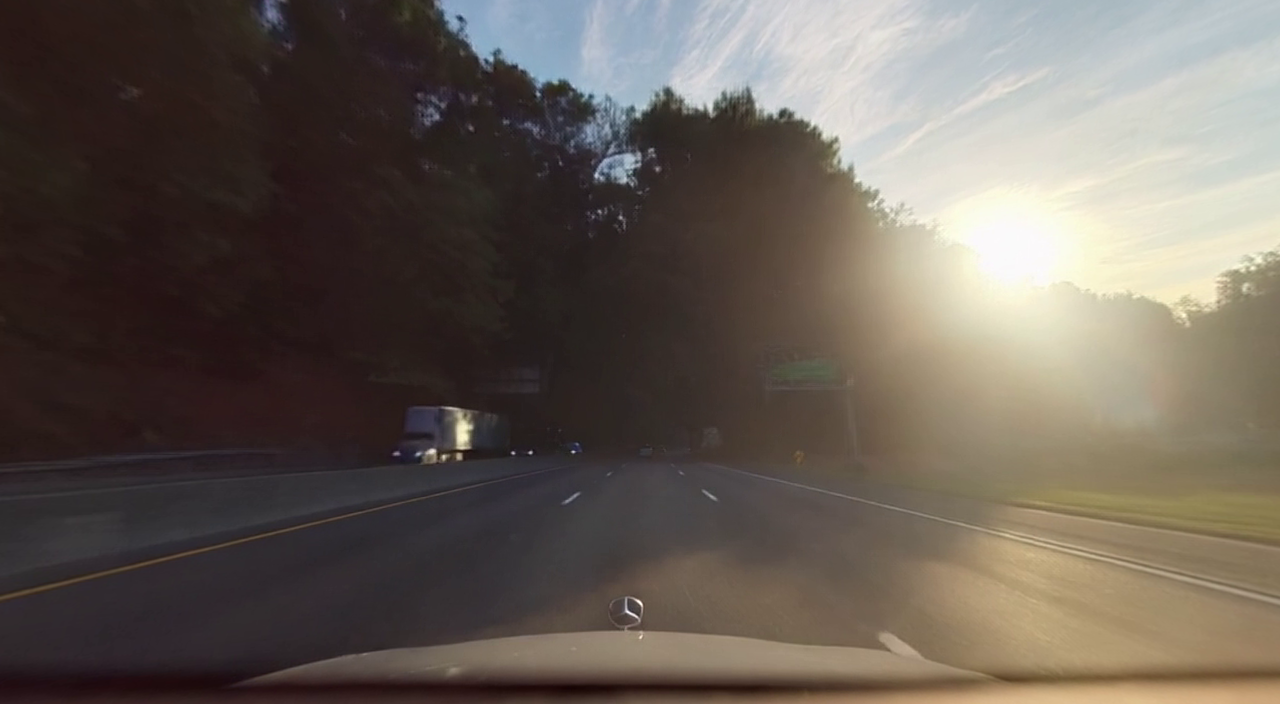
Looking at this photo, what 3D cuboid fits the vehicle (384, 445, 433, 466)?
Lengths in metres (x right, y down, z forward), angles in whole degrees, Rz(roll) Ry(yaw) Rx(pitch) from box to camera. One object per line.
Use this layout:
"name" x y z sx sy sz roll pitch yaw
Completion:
"vehicle" -17.491 7.850 47.801 1.887 1.510 4.466 -1 -9 2
